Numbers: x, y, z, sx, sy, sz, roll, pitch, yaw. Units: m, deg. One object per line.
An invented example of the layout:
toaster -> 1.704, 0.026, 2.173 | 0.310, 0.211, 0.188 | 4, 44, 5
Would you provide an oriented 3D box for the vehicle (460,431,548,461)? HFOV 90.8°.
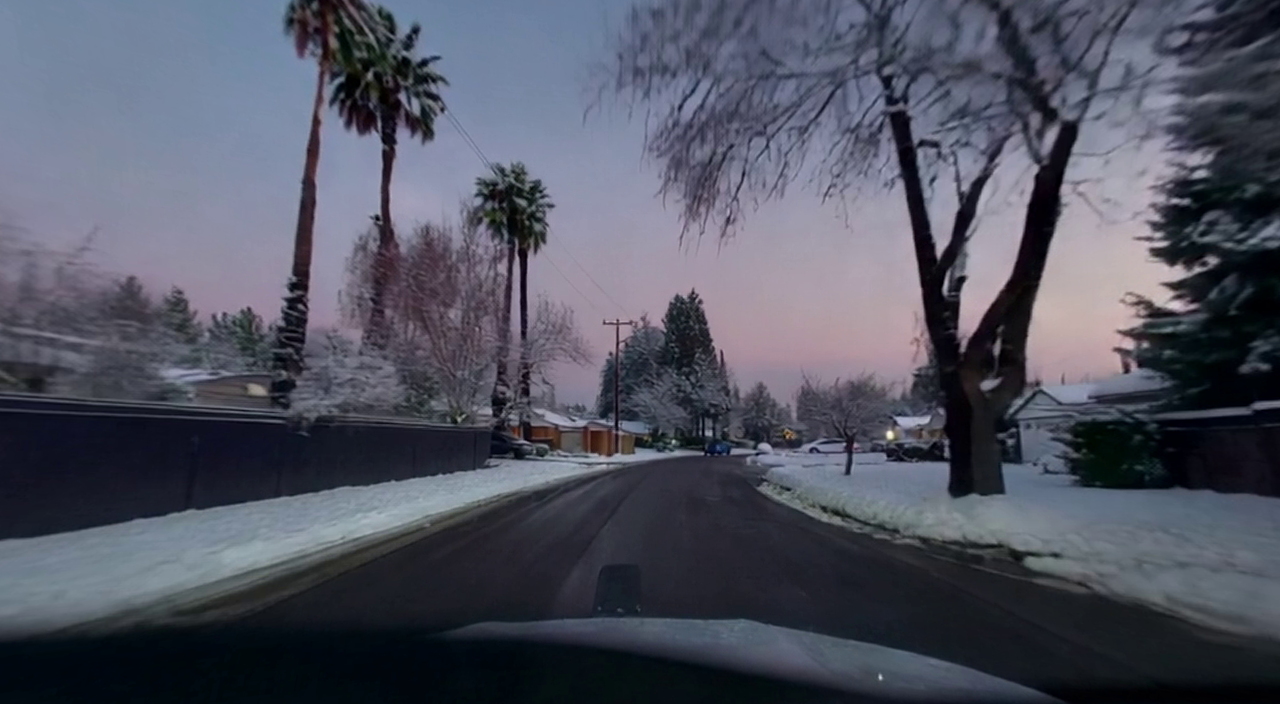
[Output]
vehicle -> -9.293, 6.433, 43.426 | 5.497, 1.983, 2.191 | -1, -8, 6
